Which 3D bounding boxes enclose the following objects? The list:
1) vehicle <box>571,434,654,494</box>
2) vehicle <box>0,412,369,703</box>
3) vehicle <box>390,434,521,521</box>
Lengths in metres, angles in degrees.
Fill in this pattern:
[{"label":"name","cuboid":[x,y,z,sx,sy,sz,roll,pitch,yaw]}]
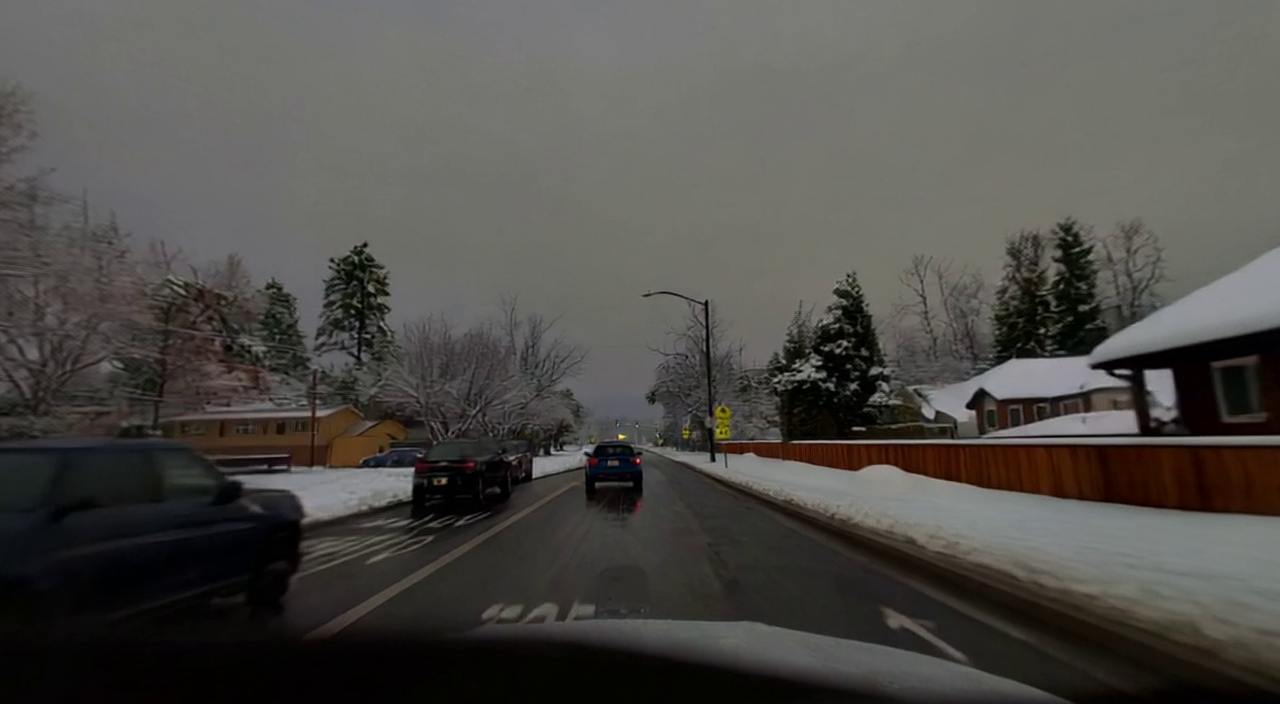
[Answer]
[{"label":"vehicle","cuboid":[-0.999,3.464,19.762,2.290,1.653,4.127,1,-8,-7]},{"label":"vehicle","cuboid":[-3.966,1.191,4.087,2.067,1.546,4.988,2,-7,1]},{"label":"vehicle","cuboid":[-3.722,2.565,13.389,1.986,1.561,3.805,1,-8,-6]}]
